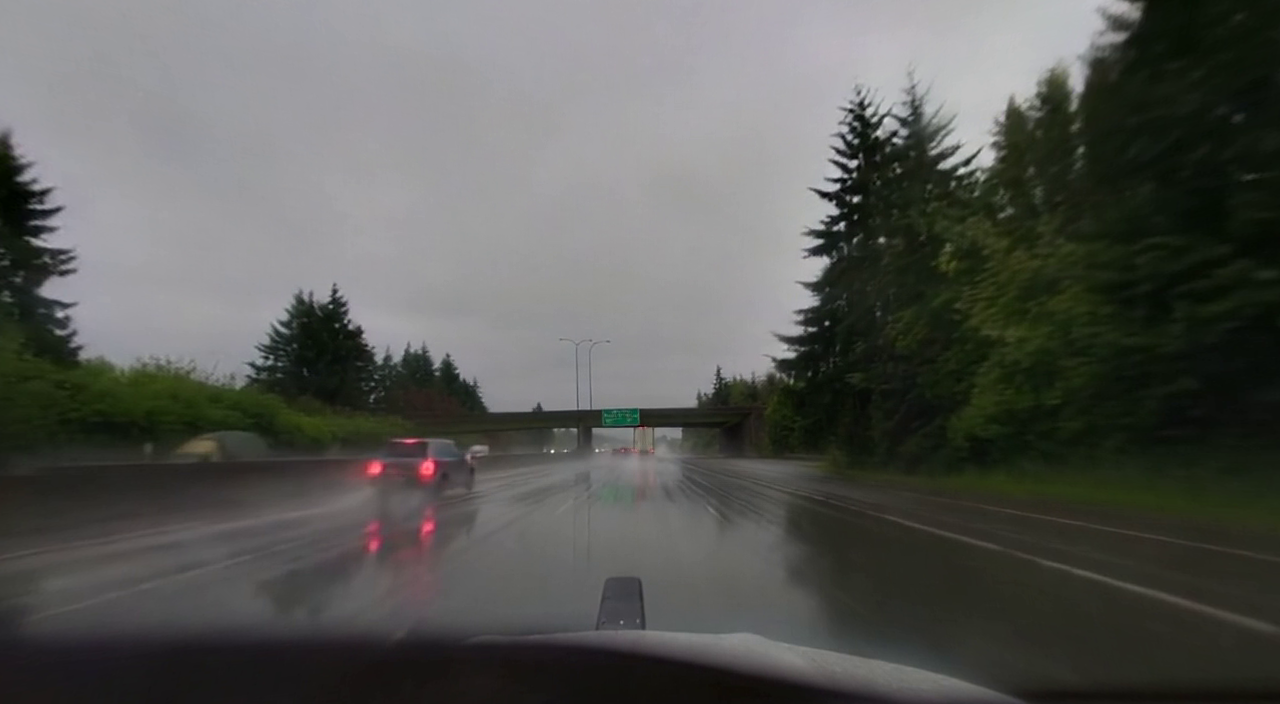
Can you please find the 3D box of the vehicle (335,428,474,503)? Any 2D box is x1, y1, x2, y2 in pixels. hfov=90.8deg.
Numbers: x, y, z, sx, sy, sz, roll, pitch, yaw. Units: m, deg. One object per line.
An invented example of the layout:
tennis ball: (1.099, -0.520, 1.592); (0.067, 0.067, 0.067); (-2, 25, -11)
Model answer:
vehicle: (-6.871, 3.380, 19.184); (2.195, 1.940, 5.154); (0, -9, 0)
